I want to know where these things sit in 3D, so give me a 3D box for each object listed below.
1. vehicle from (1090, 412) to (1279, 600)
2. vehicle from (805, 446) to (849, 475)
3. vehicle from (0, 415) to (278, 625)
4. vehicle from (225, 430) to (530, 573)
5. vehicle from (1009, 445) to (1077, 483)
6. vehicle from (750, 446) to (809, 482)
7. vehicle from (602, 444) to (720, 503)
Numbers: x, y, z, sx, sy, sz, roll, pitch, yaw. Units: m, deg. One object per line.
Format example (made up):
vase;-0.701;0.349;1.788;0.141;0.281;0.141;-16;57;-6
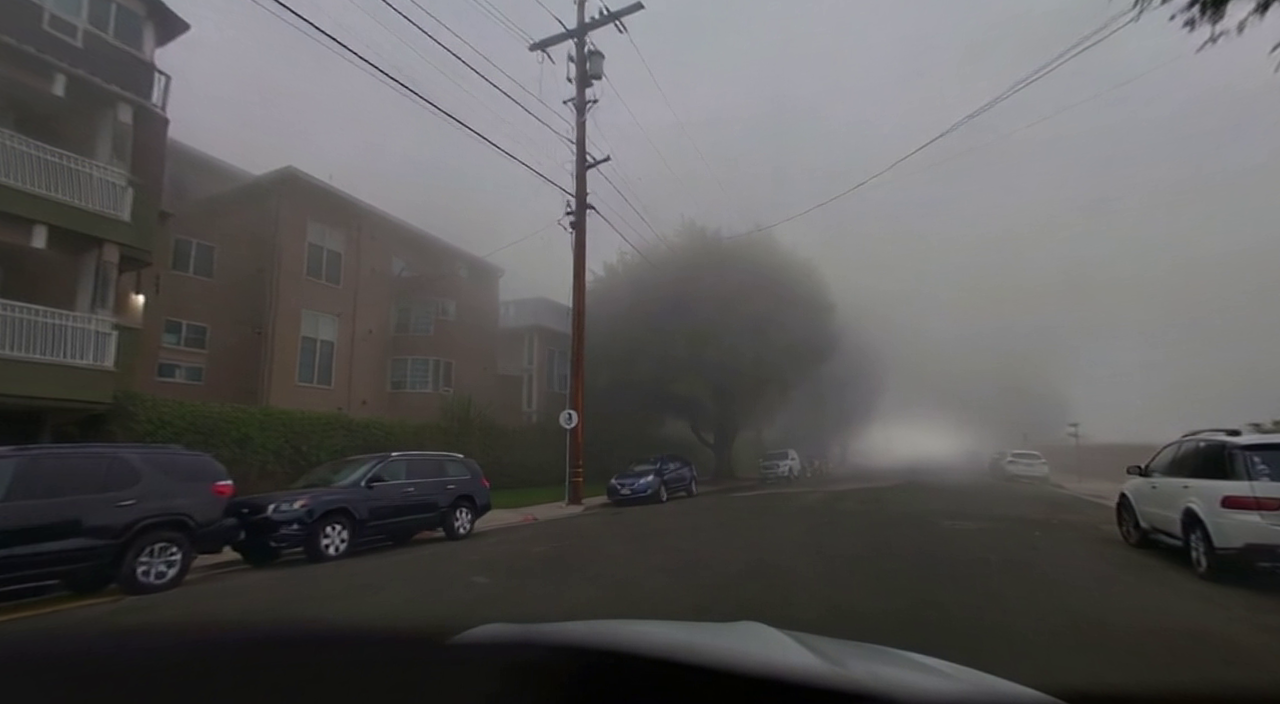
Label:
vehicle;7.216;1.654;7.527;2.180;1.677;4.432;-4;-9;25
vehicle;13.699;7.963;46.129;1.953;1.699;4.234;-11;-16;27
vehicle;-6.579;1.697;6.144;1.973;1.848;5.100;-13;-13;23
vehicle;-4.141;2.450;10.853;2.068;1.745;4.579;-12;-13;23
vehicle;17.568;4.845;27.722;1.964;1.515;4.055;-4;-9;26
vehicle;7.786;6.118;34.911;2.011;1.801;4.676;-4;-9;26
vehicle;0.841;4.149;21.433;2.017;1.582;4.664;-13;-16;26
